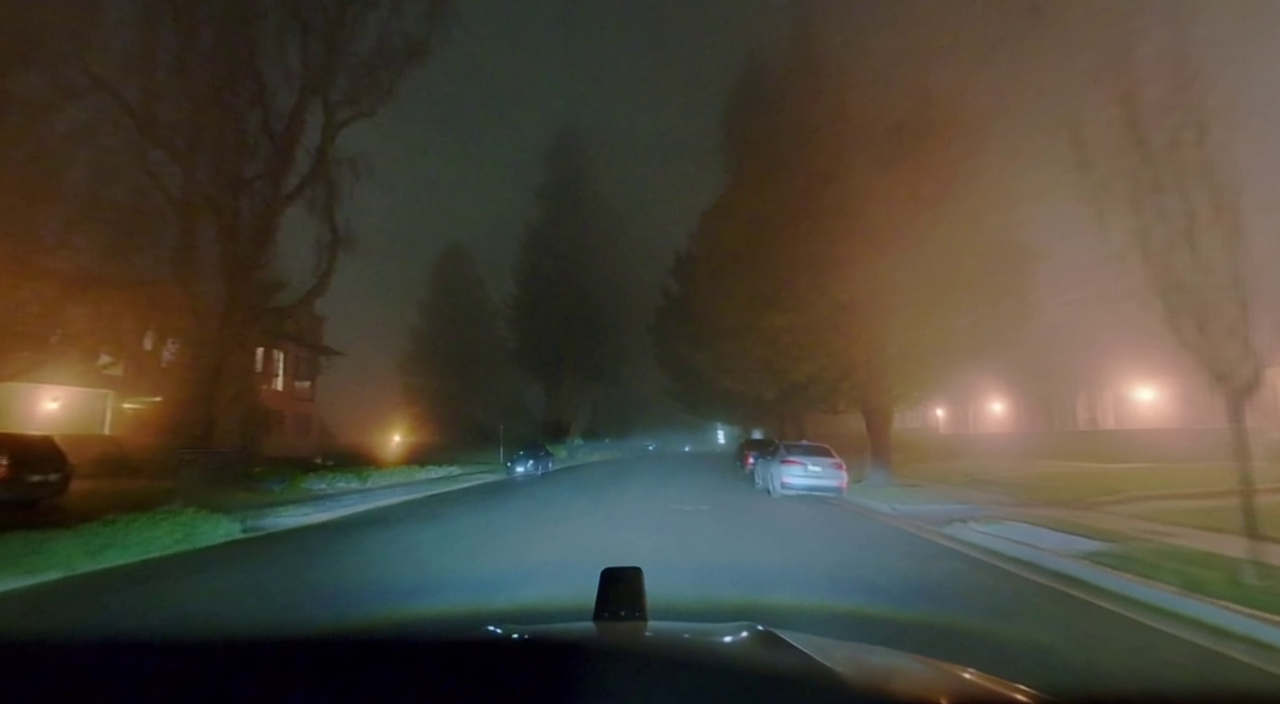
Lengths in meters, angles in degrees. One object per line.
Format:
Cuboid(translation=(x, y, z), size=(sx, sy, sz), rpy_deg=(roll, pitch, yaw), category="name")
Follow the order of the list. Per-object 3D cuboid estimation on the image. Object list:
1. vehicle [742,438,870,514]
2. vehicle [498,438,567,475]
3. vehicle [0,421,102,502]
Cuboid(translation=(3.617, 2.751, 14.647), size=(2.088, 1.429, 4.796), rpy_deg=(-1, -8, 6), category="vehicle")
Cuboid(translation=(-5.021, 5.039, 29.921), size=(1.943, 1.433, 4.717), rpy_deg=(-6, -11, 5), category="vehicle")
Cuboid(translation=(-15.016, 2.421, 14.100), size=(4.582, 1.616, 1.869), rpy_deg=(-2, -8, 11), category="vehicle")
